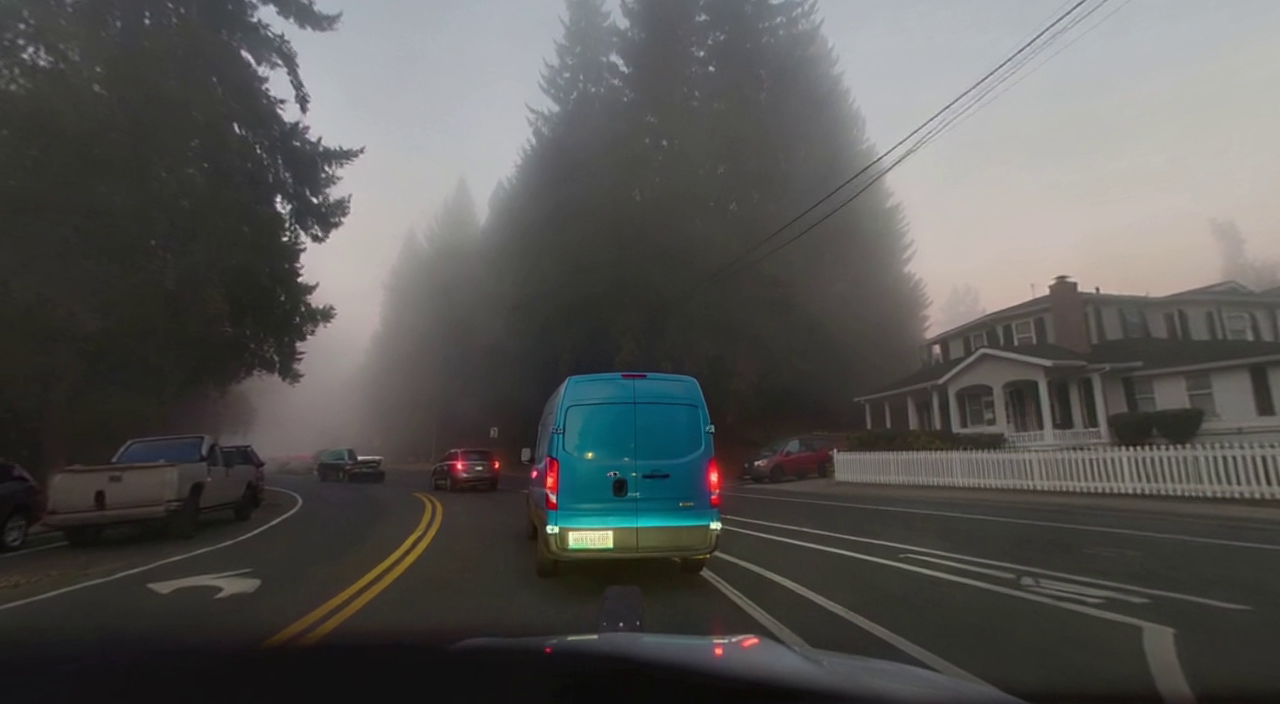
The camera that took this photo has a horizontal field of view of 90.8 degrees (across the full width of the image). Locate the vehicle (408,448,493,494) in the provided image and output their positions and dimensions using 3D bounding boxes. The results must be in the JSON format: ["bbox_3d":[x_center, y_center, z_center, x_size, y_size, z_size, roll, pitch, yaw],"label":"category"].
[{"bbox_3d":[-6.903,4.181,22.716,2.008,1.445,4.386,4,-10,-28],"label":"vehicle"}]

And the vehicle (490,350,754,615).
[{"bbox_3d":[-0.646,1.416,7.713,2.213,2.124,4.809,2,-9,-13],"label":"vehicle"}]

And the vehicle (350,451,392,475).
[{"bbox_3d":[-18.742,7.680,43.878,1.911,1.493,4.291,5,-10,-32],"label":"vehicle"}]

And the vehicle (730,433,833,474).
[{"bbox_3d":[6.614,4.675,29.395,4.559,1.754,1.985,5,-10,-32],"label":"vehicle"}]

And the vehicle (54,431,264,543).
[{"bbox_3d":[-9.953,2.734,13.736,2.228,1.871,5.492,3,-9,-23],"label":"vehicle"}]
